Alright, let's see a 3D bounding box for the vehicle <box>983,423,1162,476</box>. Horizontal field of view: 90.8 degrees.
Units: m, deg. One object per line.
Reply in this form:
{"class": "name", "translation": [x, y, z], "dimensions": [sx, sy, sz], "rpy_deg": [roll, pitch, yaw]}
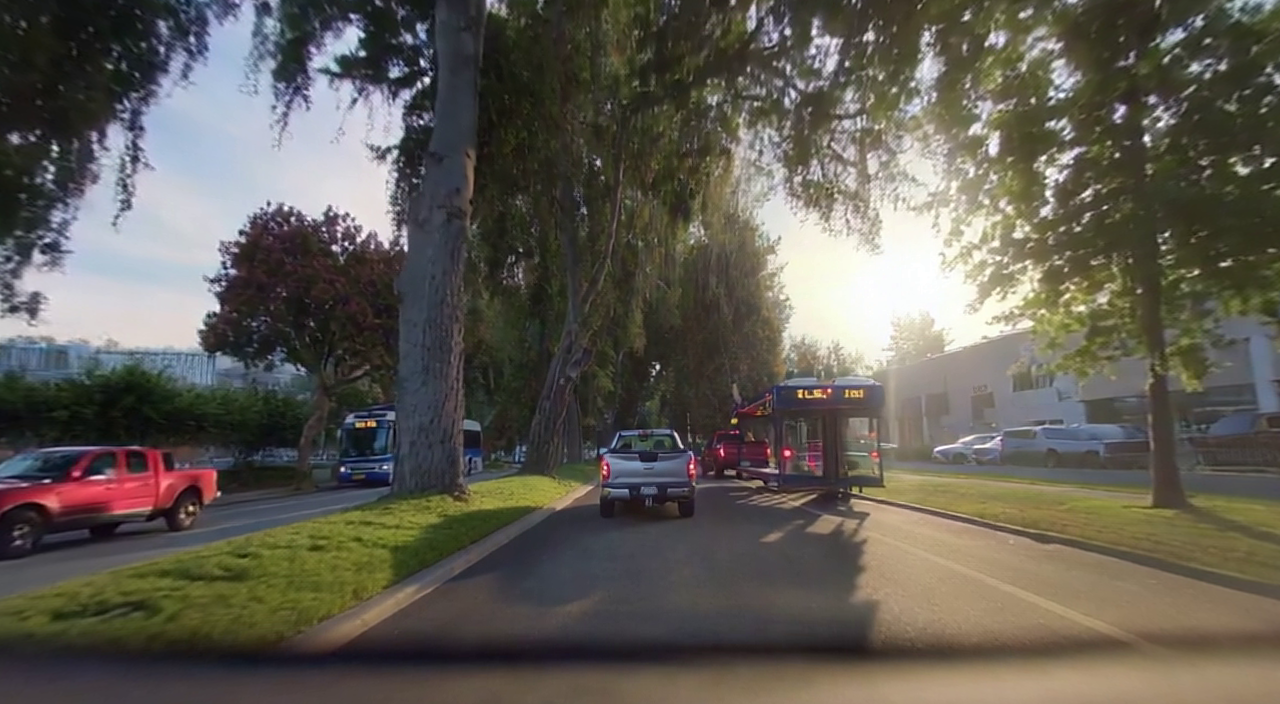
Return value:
{"class": "vehicle", "translation": [14.542, 3.306, 21.479], "dimensions": [4.452, 1.554, 2.158], "rpy_deg": [-2, -8, -1]}

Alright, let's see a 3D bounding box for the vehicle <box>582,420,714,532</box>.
{"class": "vehicle", "translation": [0.103, 2.478, 13.368], "dimensions": [2.157, 1.816, 5.804], "rpy_deg": [0, -8, -1]}

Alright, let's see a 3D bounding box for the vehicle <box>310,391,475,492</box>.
{"class": "vehicle", "translation": [-11.541, 4.517, 31.640], "dimensions": [2.996, 4.022, 12.692], "rpy_deg": [0, -8, 1]}

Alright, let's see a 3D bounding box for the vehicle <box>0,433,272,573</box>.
{"class": "vehicle", "translation": [-8.448, 2.234, 10.276], "dimensions": [2.028, 1.728, 4.630], "rpy_deg": [0, -8, 1]}

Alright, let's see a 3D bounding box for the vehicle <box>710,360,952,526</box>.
{"class": "vehicle", "translation": [4.083, 2.433, 16.939], "dimensions": [3.088, 3.057, 10.503], "rpy_deg": [0, -8, -1]}
